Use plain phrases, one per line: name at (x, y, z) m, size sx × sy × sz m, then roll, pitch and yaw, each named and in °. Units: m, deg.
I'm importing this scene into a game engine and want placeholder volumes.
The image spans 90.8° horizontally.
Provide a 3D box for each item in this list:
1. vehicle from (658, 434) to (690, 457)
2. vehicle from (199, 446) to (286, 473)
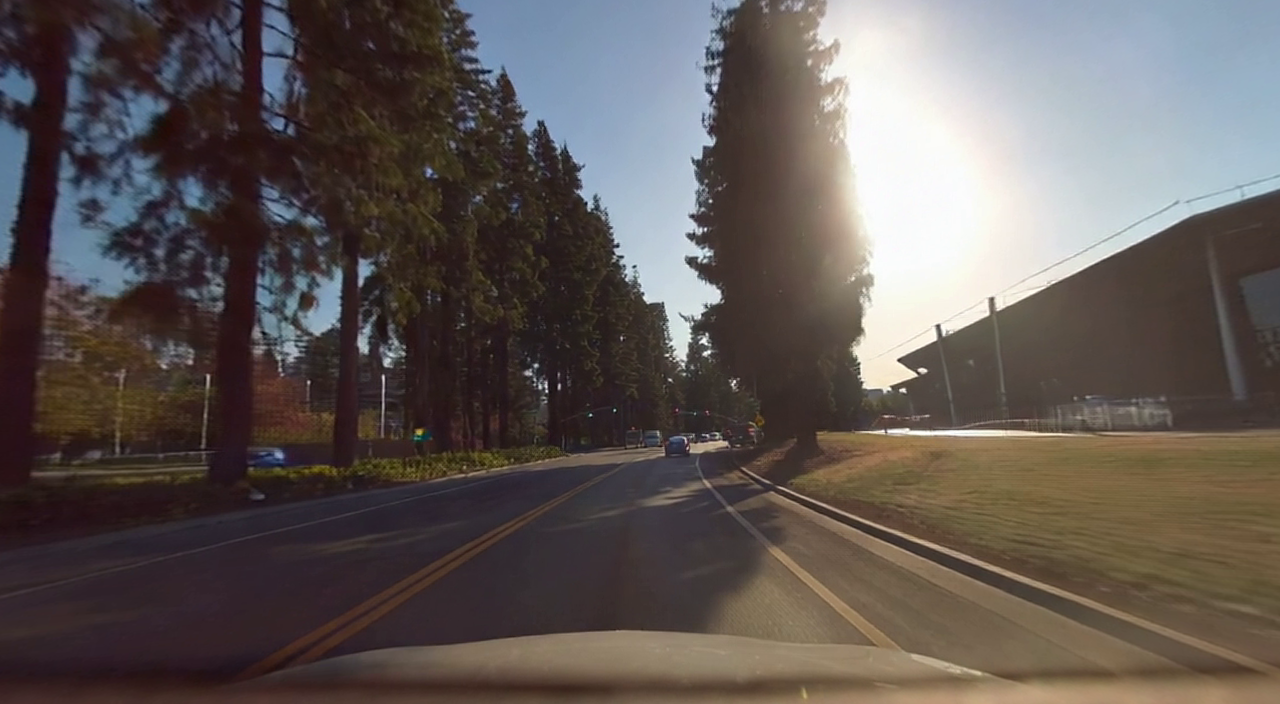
vehicle at (2.718, 7.288, 49.217) m, size 2.210 × 1.737 × 4.013 m, roll -1°, pitch -9°, yaw 7°
vehicle at (-23.156, 6.283, 37.039) m, size 1.927 × 1.440 × 4.547 m, roll -1°, pitch -9°, yaw 4°
